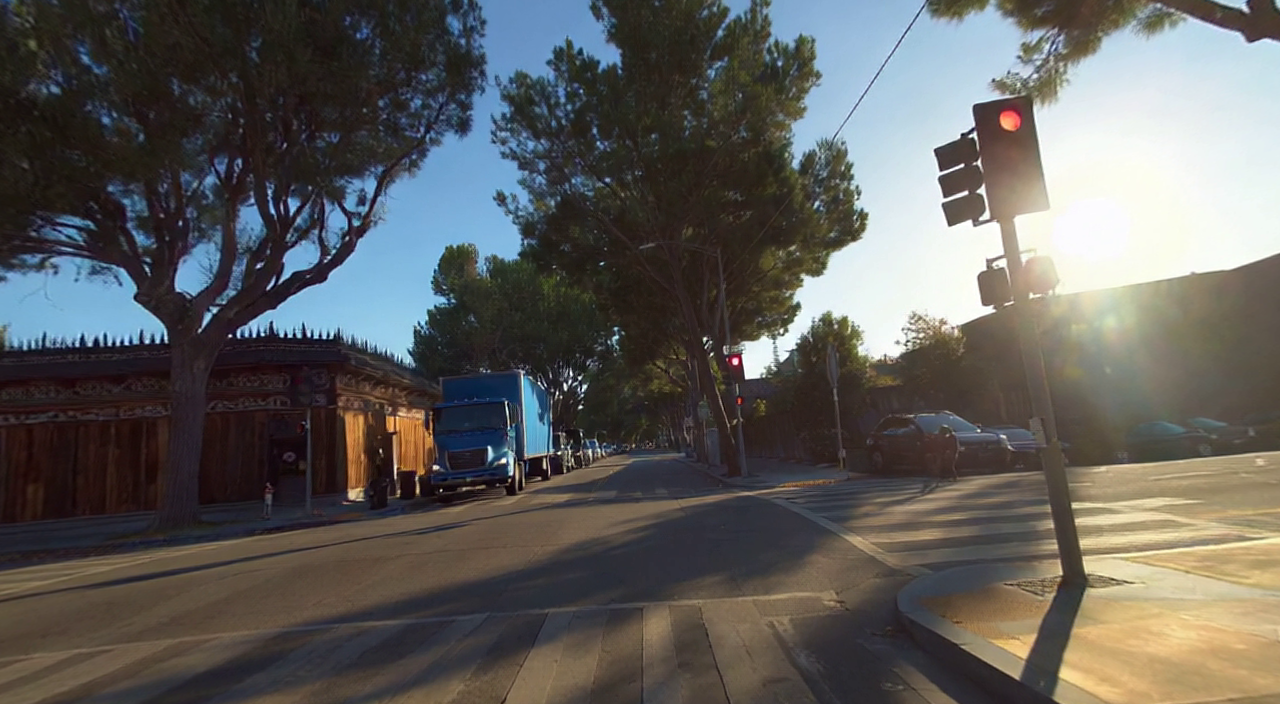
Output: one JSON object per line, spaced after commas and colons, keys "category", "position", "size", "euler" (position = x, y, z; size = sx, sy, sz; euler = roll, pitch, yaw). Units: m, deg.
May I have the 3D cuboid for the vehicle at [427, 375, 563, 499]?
{"category": "vehicle", "position": [-5.723, 3.682, 27.141], "size": [3.113, 4.041, 10.284], "euler": [-5, -8, 1]}

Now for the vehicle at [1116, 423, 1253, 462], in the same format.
{"category": "vehicle", "position": [24.939, 4.166, 29.027], "size": [4.268, 1.695, 2.053], "euler": [0, -8, 3]}

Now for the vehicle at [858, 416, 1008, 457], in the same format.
{"category": "vehicle", "position": [10.749, 3.150, 23.413], "size": [4.643, 1.456, 1.820], "euler": [-1, -8, 5]}
